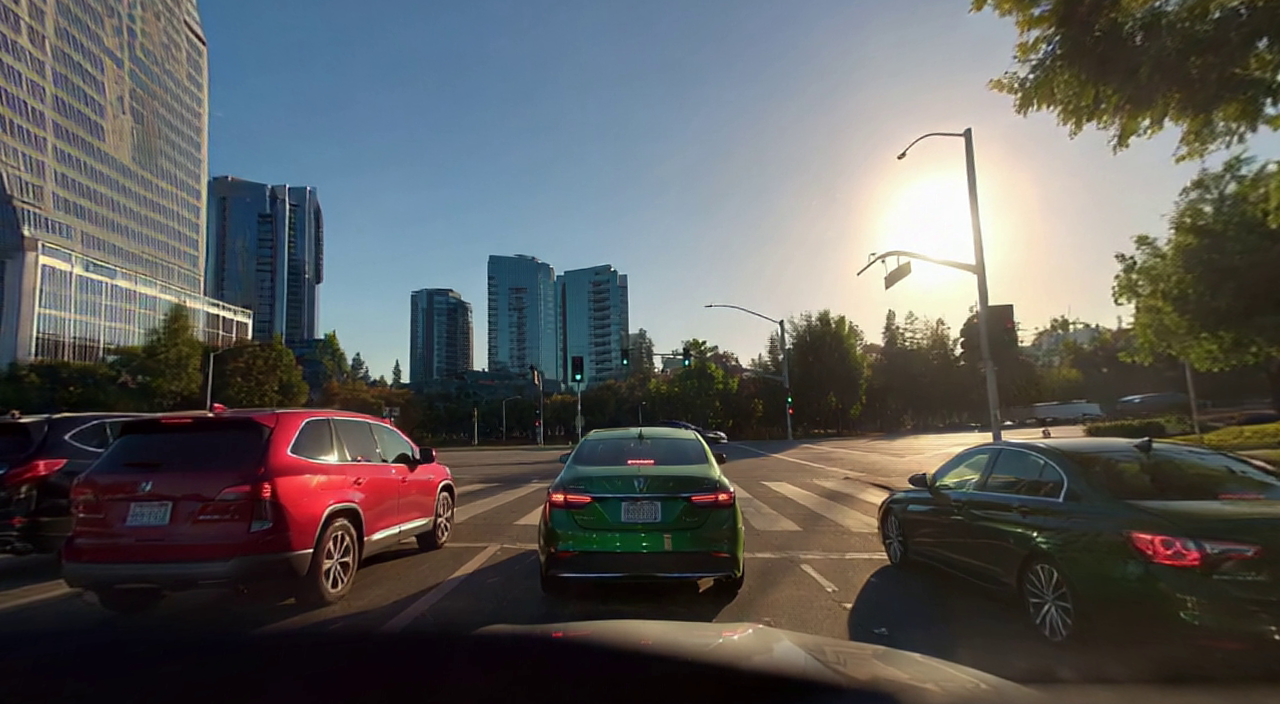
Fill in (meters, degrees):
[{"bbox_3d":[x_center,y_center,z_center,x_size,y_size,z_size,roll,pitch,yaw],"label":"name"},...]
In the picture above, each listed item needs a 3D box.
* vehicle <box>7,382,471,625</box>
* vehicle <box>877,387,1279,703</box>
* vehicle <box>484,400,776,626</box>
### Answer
[{"bbox_3d":[-3.554,1.423,6.855,2.014,1.755,4.360,0,-8,3],"label":"vehicle"},{"bbox_3d":[3.591,1.201,4.604,2.010,1.486,4.498,0,-8,1],"label":"vehicle"},{"bbox_3d":[-0.051,1.398,6.306,2.047,1.579,3.642,0,-8,1],"label":"vehicle"}]
